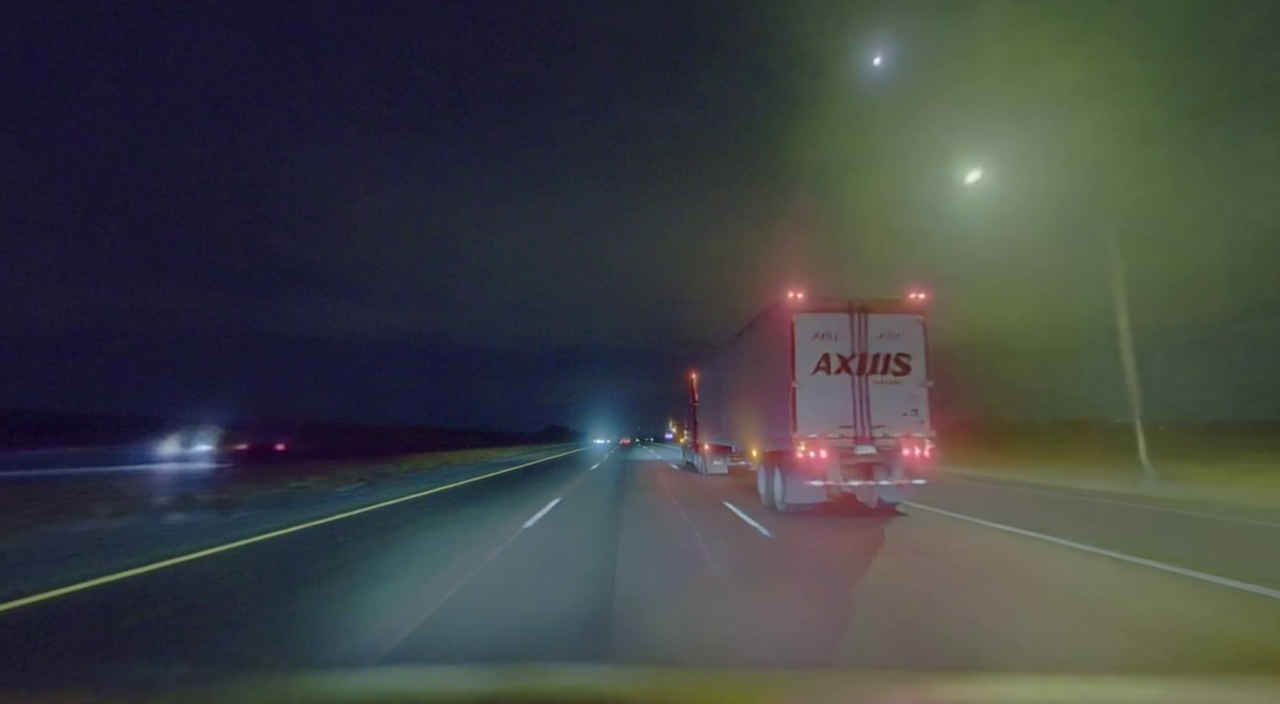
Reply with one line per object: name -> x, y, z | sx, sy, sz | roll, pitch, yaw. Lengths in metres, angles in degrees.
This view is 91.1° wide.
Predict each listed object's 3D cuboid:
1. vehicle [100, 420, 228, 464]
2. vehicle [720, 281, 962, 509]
vehicle -> -18.925, 3.606, 25.260 | 1.846, 1.606, 4.176 | 0, -8, 0
vehicle -> 4.053, 1.323, 15.543 | 2.880, 3.986, 9.103 | 0, -8, 0
